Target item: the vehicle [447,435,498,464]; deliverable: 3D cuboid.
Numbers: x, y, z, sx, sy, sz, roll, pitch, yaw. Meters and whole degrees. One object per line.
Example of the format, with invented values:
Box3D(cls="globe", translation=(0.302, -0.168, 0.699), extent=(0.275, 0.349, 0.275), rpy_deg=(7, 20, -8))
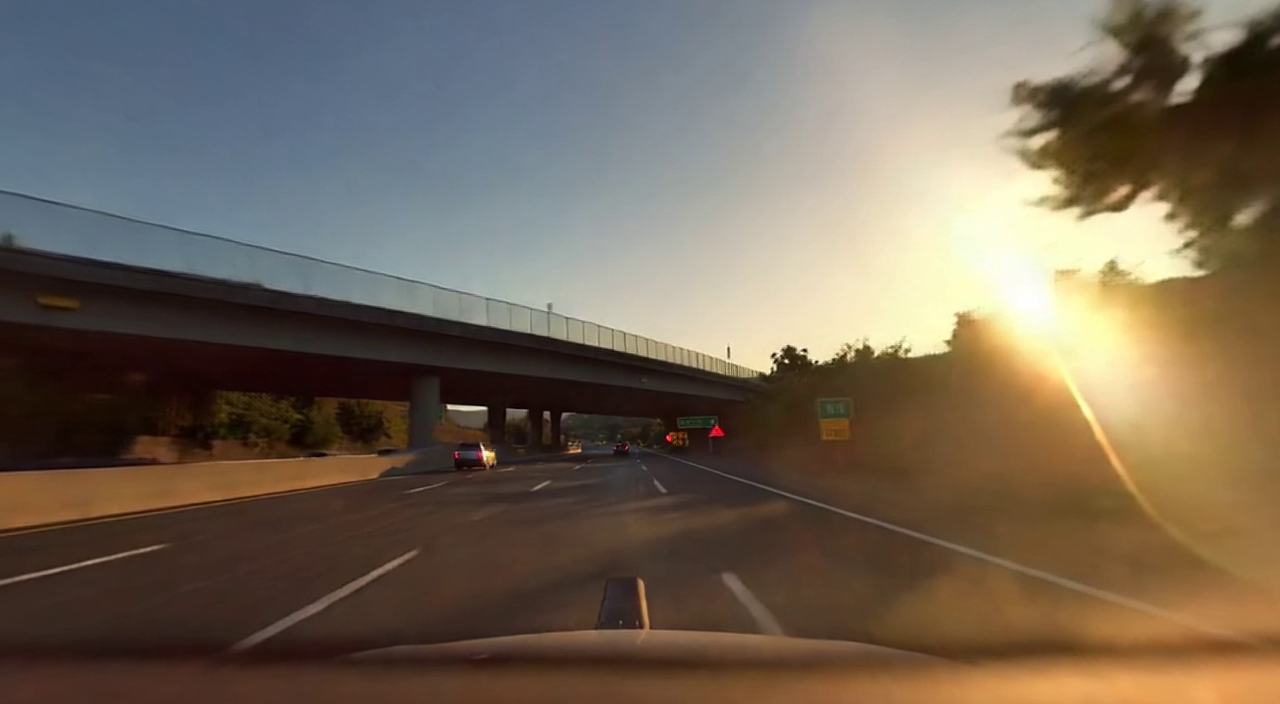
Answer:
Box3D(cls="vehicle", translation=(-12.080, 7.079, 45.932), extent=(2.270, 1.936, 5.190), rpy_deg=(0, -9, -1))
